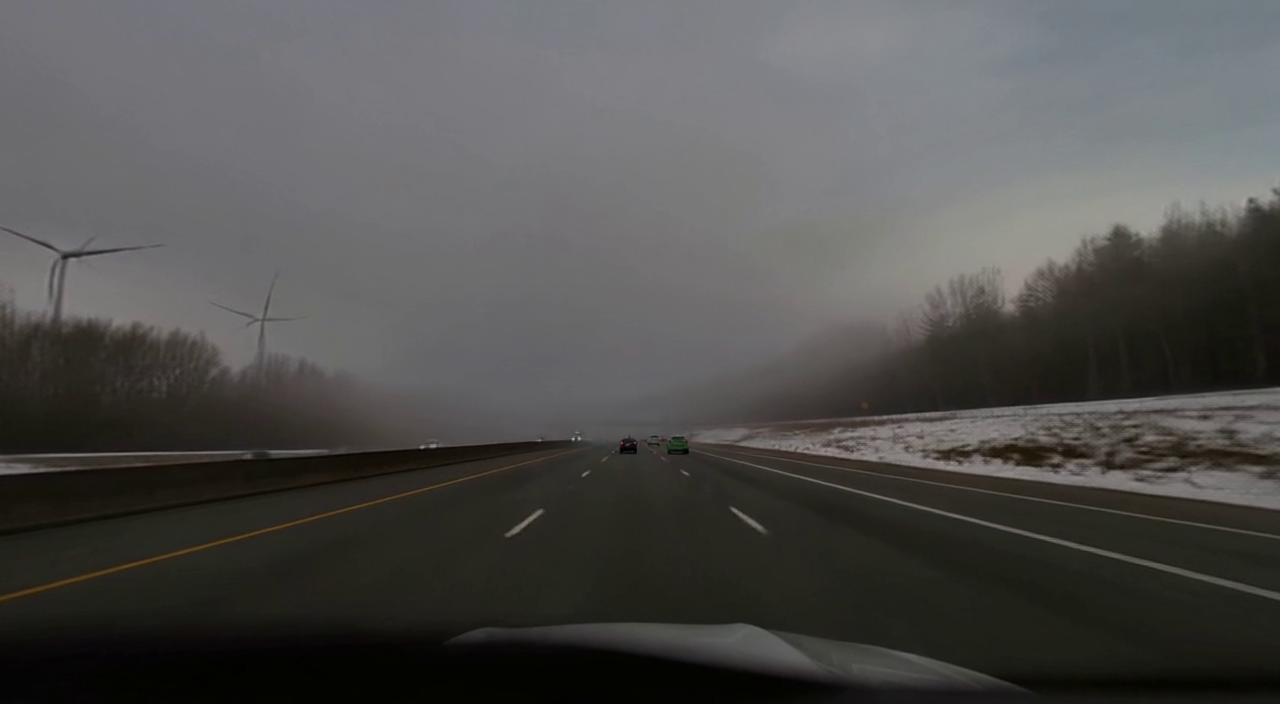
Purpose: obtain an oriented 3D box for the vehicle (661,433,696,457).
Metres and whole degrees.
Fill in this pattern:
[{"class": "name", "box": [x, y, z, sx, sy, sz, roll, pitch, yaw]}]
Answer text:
[{"class": "vehicle", "box": [2.615, 6.466, 43.915, 2.041, 1.551, 3.974, 0, -8, -3]}]
